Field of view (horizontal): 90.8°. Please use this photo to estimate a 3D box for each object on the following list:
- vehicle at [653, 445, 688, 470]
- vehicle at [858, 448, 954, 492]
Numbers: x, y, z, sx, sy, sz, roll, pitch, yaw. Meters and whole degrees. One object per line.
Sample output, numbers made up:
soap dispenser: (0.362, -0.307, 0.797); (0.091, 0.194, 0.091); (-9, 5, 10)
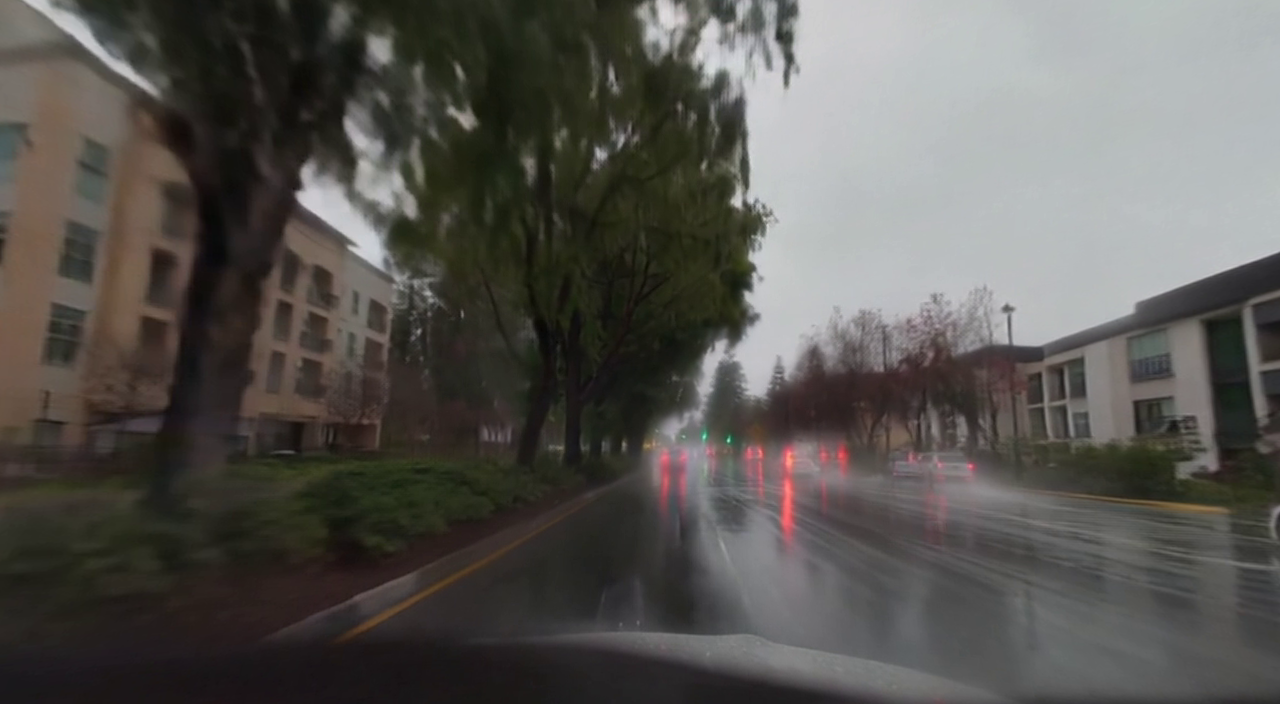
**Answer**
vehicle: (1.847, 6.466, 39.017); (2.077, 1.477, 3.897); (0, -8, 2)
vehicle: (9.873, 4.393, 23.844); (2.020, 1.472, 3.958); (0, -8, 2)
